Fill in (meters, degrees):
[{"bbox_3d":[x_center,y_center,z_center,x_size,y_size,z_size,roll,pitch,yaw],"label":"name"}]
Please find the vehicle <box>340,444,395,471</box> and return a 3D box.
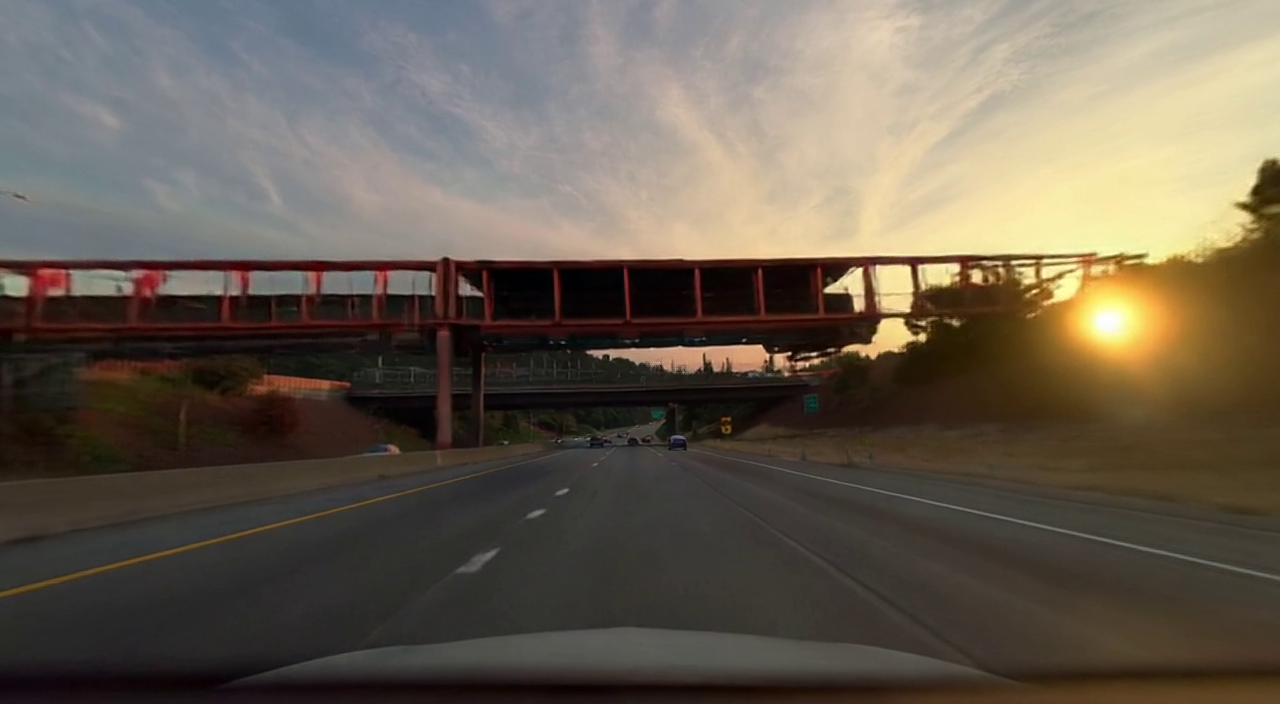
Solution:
[{"bbox_3d":[-17.169,6.643,39.919,1.797,1.528,3.922,0,-8,-1],"label":"vehicle"}]
